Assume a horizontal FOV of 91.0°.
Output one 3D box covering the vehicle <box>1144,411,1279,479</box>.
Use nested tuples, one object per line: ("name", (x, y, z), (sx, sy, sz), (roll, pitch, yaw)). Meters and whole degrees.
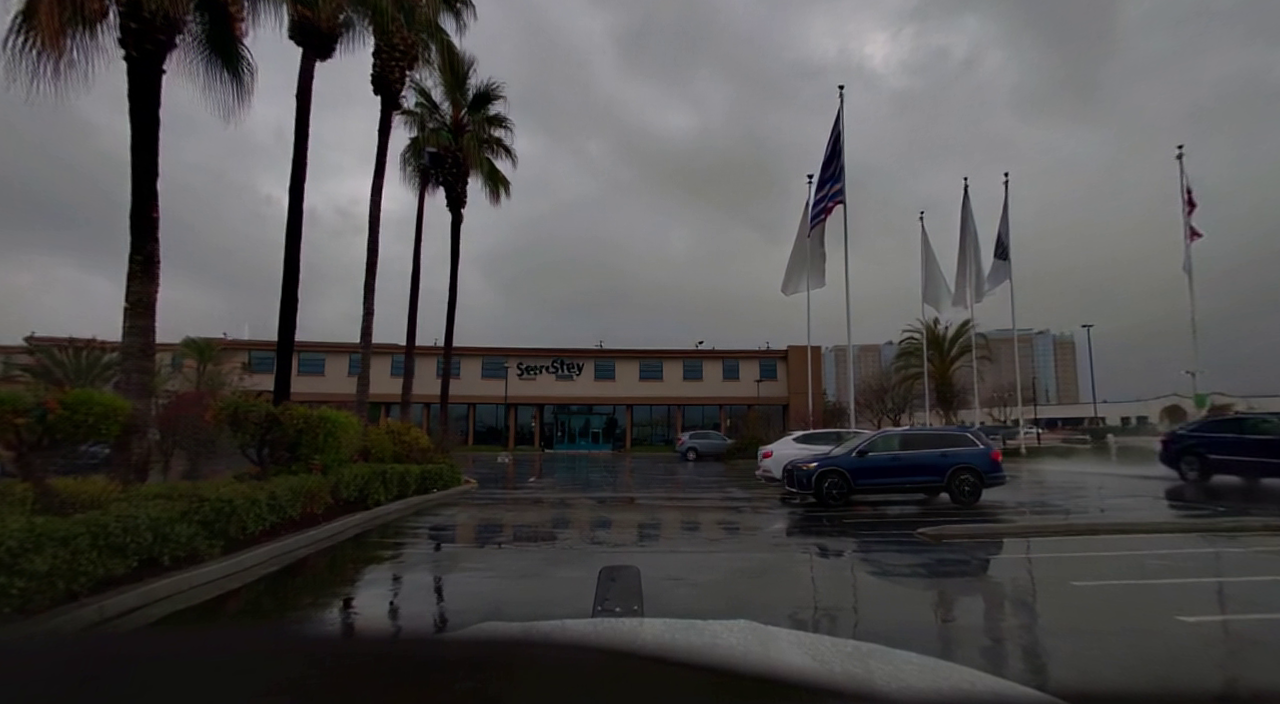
("vehicle", (19.439, 2.918, 19.697), (2.357, 1.921, 5.999), (0, -8, 0))

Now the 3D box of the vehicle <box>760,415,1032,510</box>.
("vehicle", (4.880, 2.177, 12.569), (4.567, 1.723, 1.926), (0, -8, 0))

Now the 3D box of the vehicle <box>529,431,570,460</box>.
("vehicle", (-6.612, 6.845, 46.333), (1.943, 1.890, 4.472), (-3, -8, 6))
